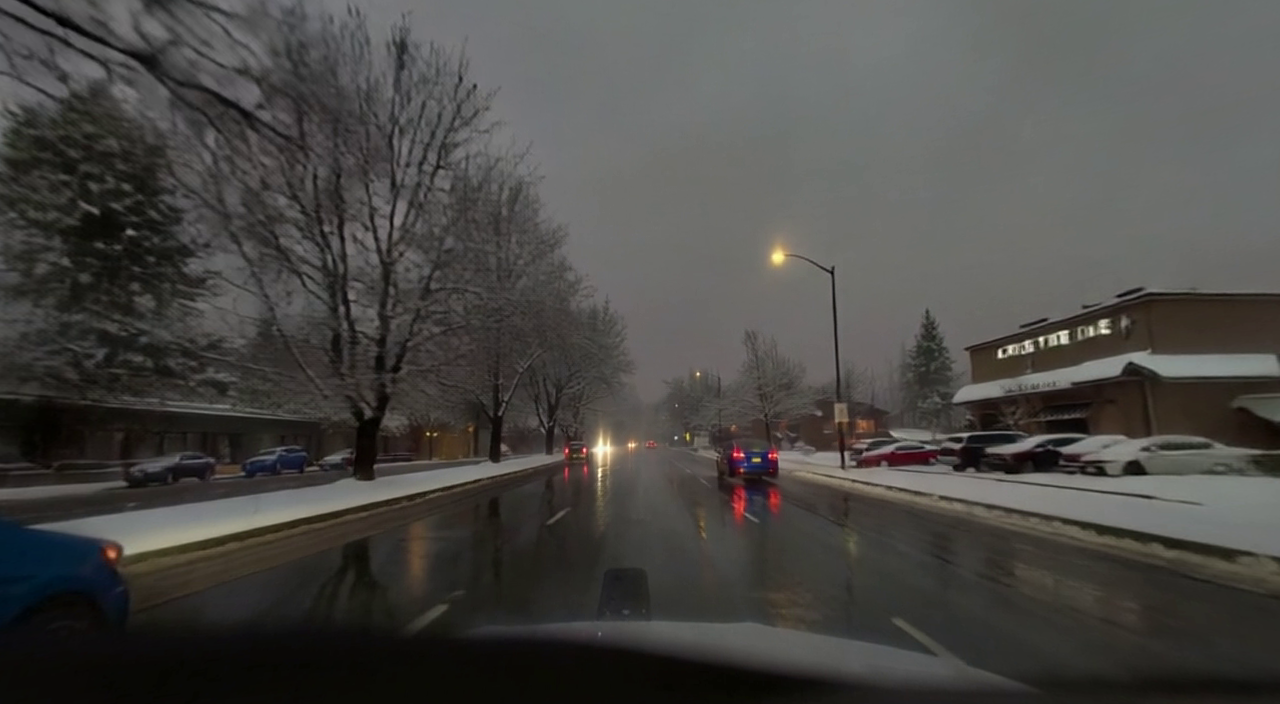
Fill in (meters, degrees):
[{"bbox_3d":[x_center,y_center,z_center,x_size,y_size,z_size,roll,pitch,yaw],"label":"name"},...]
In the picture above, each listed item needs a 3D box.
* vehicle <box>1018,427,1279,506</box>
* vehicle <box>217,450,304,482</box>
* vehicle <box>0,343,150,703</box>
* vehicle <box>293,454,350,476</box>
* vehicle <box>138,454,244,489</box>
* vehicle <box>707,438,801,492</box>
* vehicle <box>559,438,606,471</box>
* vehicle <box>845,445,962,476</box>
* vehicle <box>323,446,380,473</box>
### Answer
[{"bbox_3d":[13.413,2.985,16.815,5.342,1.867,2.147,0,-8,-7],"label":"vehicle"},{"bbox_3d":[-21.678,6.493,36.244,2.029,1.636,4.549,-1,-8,2],"label":"vehicle"},{"bbox_3d":[-3.627,0.588,0.872,2.023,1.720,4.741,0,-8,1],"label":"vehicle"},{"bbox_3d":[-21.675,7.696,42.992,1.838,1.351,3.904,0,-8,0],"label":"vehicle"},{"bbox_3d":[-21.665,5.753,30.639,1.799,1.465,4.390,-1,-8,2],"label":"vehicle"},{"bbox_3d":[3.431,3.490,19.841,2.083,1.474,4.360,0,-8,-1],"label":"vehicle"},{"bbox_3d":[-3.027,5.481,33.888,2.113,1.626,4.129,0,-8,0],"label":"vehicle"},{"bbox_3d":[12.686,5.231,30.574,4.757,1.327,2.062,0,-7,-2],"label":"vehicle"},{"bbox_3d":[-21.926,8.164,48.129,2.203,1.857,4.581,0,-8,-1],"label":"vehicle"}]
